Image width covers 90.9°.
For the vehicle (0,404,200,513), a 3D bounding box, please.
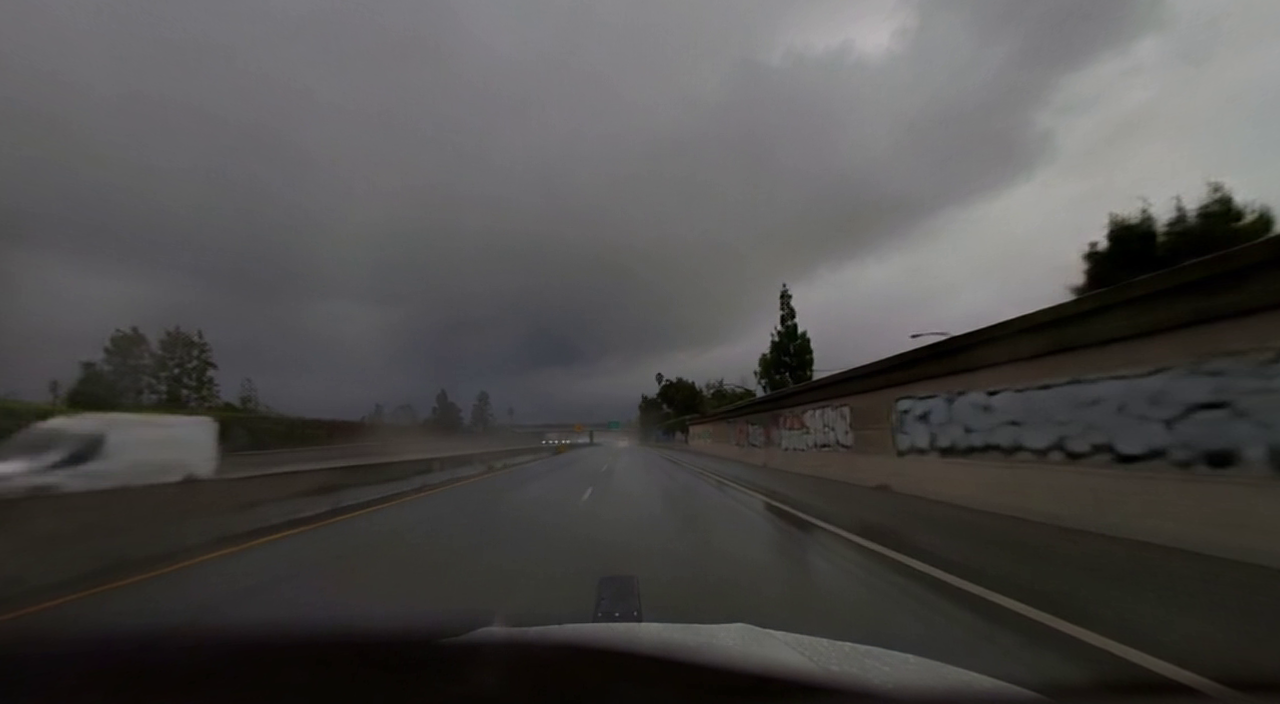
[{"bbox_3d":[-16.046,2.916,17.964,2.299,2.497,6.711,0,-8,-2],"label":"vehicle"}]
